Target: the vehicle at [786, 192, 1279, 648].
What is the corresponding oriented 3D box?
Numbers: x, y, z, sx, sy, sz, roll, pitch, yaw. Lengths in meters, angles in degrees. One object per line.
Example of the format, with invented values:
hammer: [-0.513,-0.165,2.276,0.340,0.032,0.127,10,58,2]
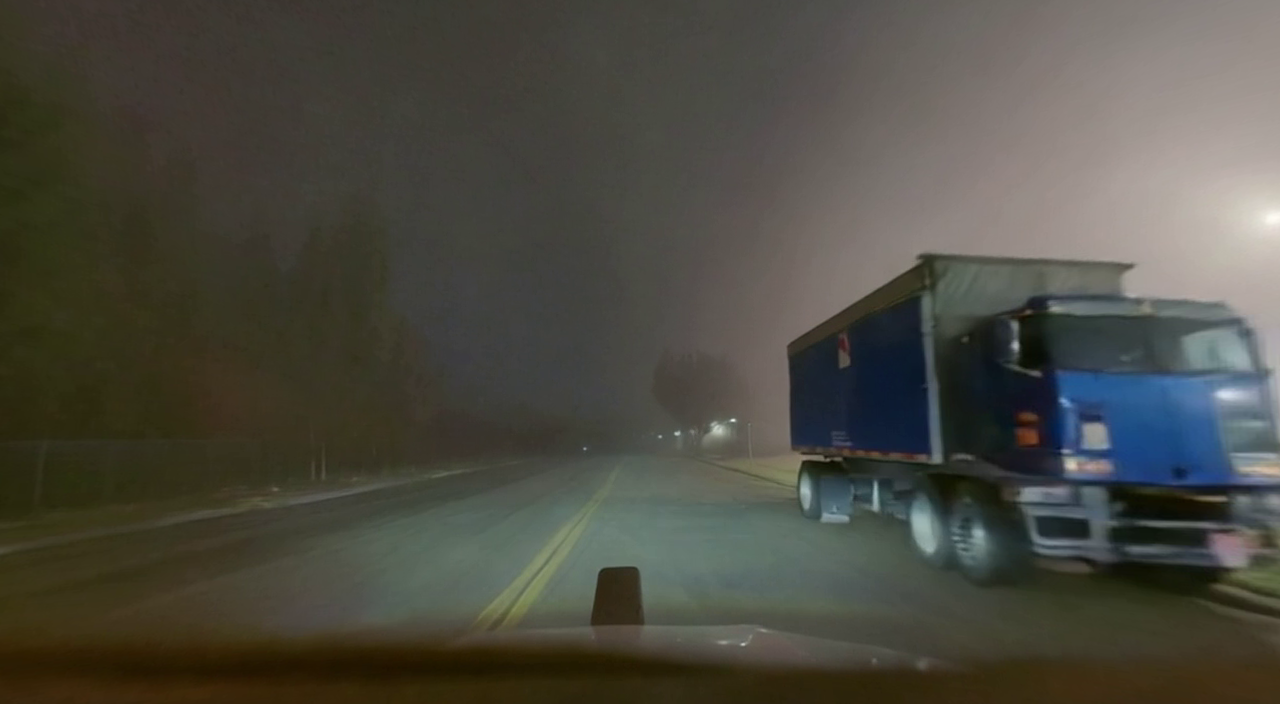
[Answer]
vehicle: [4.099,0.856,7.718,3.019,3.303,6.252,0,-8,-1]
